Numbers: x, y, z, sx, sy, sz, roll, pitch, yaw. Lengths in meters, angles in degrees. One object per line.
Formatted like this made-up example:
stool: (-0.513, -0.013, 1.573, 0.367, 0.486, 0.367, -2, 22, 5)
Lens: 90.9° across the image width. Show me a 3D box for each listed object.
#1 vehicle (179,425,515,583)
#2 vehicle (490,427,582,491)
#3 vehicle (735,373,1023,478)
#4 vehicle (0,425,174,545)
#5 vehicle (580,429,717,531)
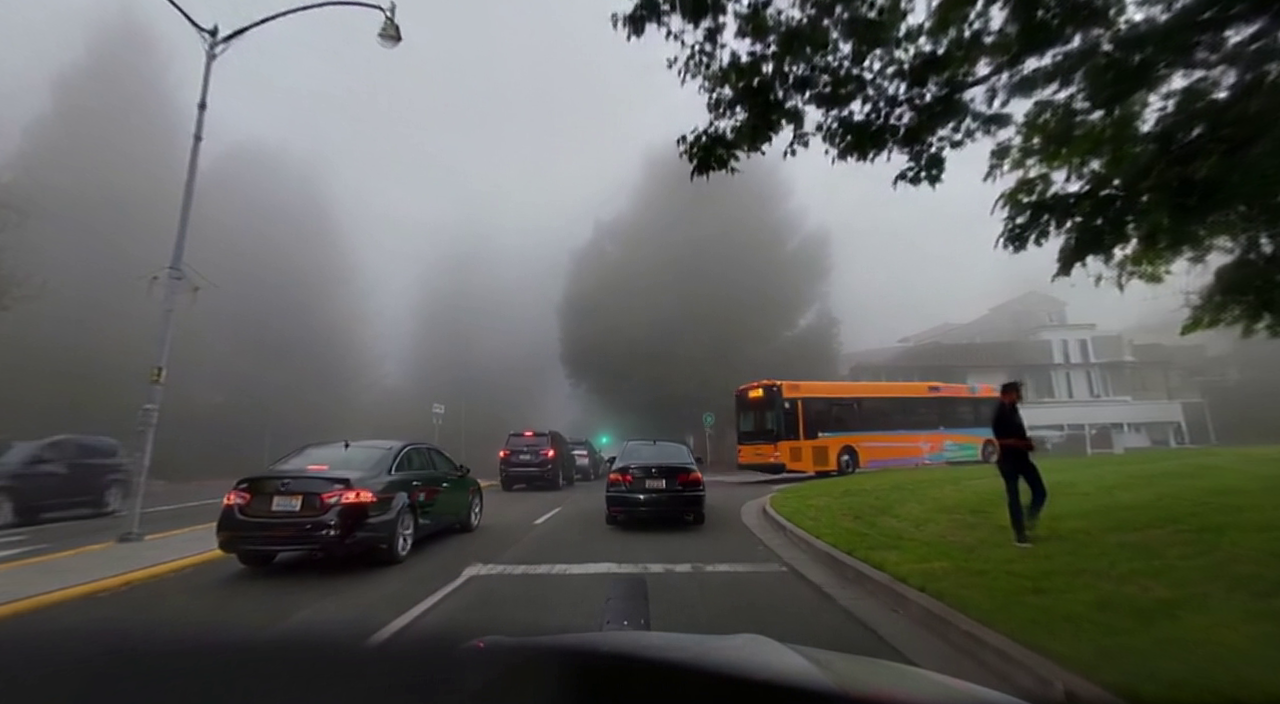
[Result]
vehicle: (-3.289, 1.789, 8.348, 1.953, 1.480, 4.522, -1, -8, 5)
vehicle: (-3.104, 3.315, 19.904, 2.017, 1.761, 4.572, 0, -8, 2)
vehicle: (8.650, 2.713, 22.781, 9.977, 3.303, 2.948, 3, -9, -19)
vehicle: (-9.918, 2.017, 9.865, 2.086, 1.656, 4.010, 0, -8, 1)
vehicle: (0.200, 2.184, 11.290, 2.020, 1.478, 3.922, -1, -8, 2)
